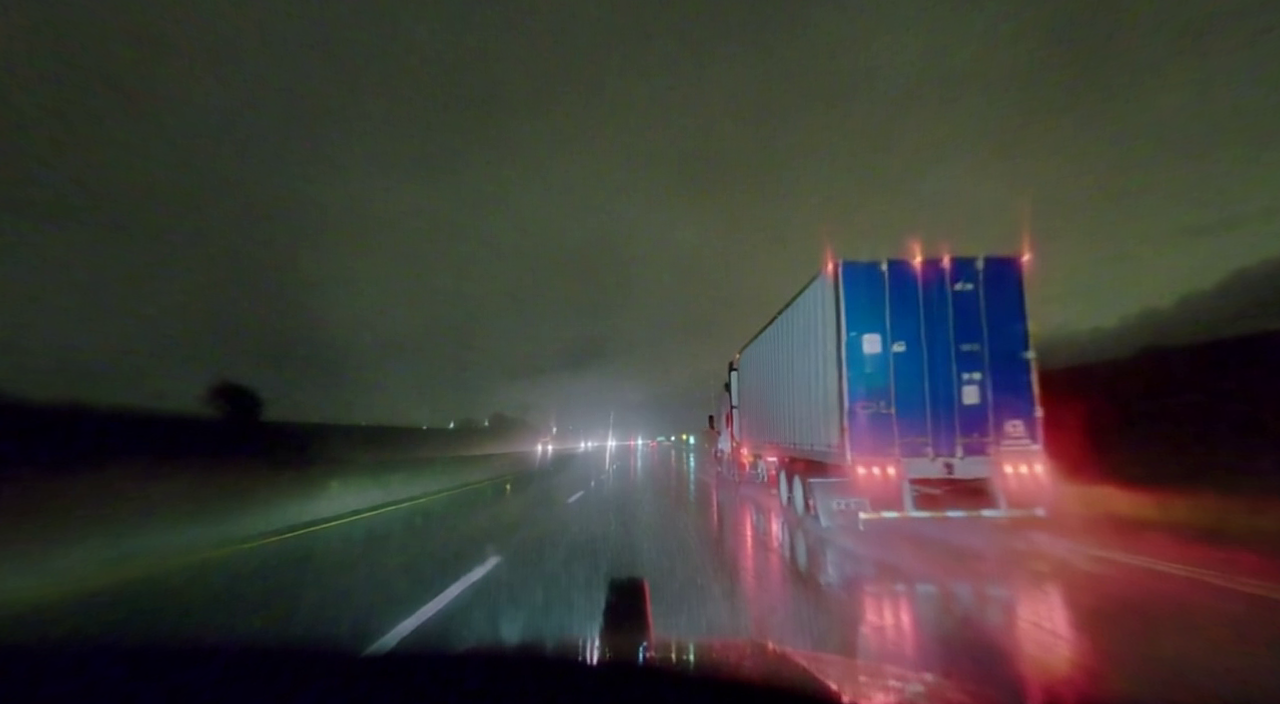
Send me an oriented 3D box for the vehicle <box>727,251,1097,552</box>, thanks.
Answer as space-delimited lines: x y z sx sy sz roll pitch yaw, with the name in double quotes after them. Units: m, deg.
4.141 1.407 13.763 2.870 3.768 11.872 0 -8 0 "vehicle"
